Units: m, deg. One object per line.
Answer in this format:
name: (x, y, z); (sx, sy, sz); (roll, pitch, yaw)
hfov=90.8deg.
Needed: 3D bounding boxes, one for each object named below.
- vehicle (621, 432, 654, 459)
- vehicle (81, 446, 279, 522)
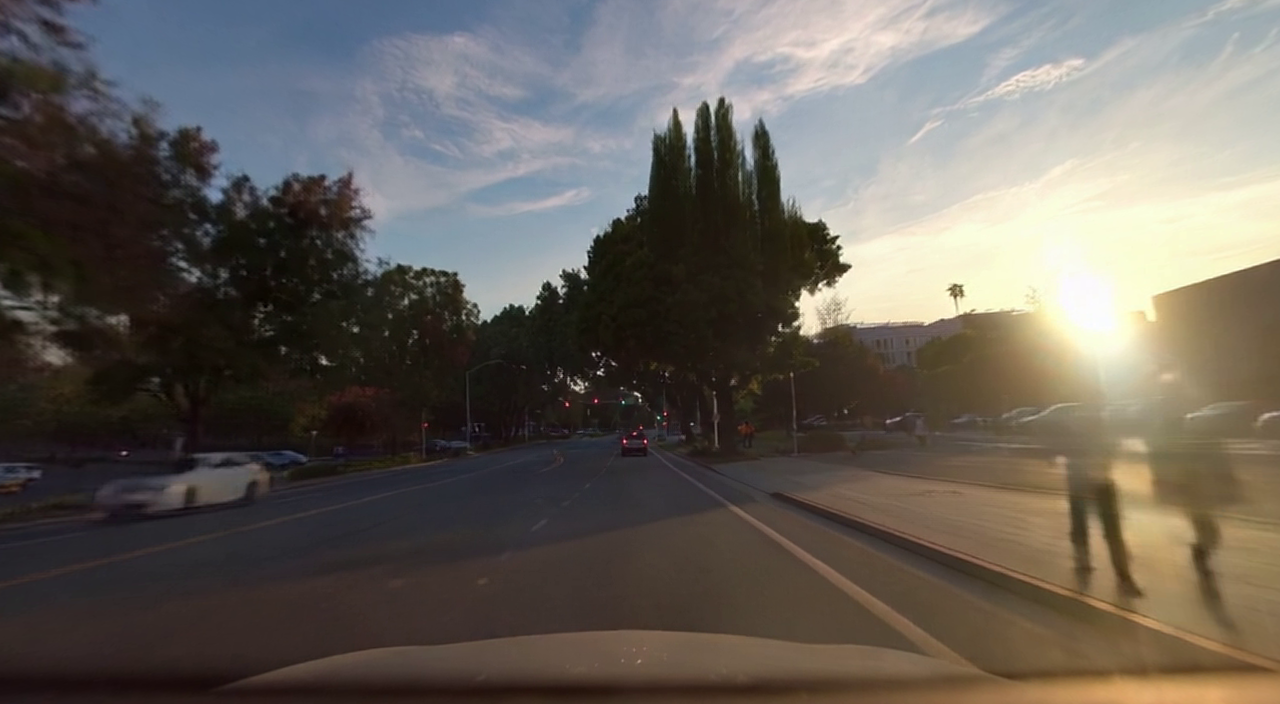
vehicle: (-0.194, 6.727, 45.407); (2.228, 1.790, 4.180); (0, -9, -1)
vehicle: (-11.937, 3.400, 16.882); (2.117, 1.724, 4.366); (0, -8, -3)
